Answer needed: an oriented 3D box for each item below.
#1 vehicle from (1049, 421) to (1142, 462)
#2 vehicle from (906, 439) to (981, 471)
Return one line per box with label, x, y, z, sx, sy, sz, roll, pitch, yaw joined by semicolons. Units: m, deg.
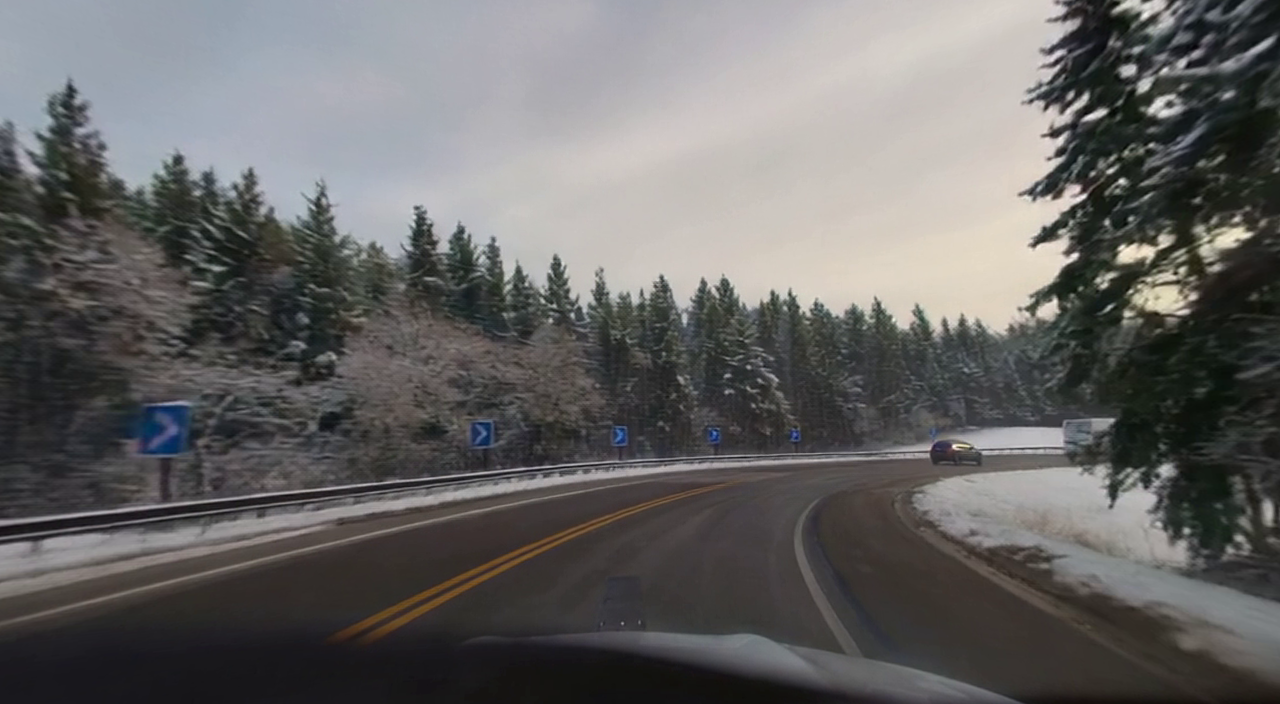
vehicle;33.499;6.628;46.352;5.981;2.823;2.498;3;-10;-22
vehicle;17.101;5.774;35.386;4.325;1.674;2.221;8;-12;-42
